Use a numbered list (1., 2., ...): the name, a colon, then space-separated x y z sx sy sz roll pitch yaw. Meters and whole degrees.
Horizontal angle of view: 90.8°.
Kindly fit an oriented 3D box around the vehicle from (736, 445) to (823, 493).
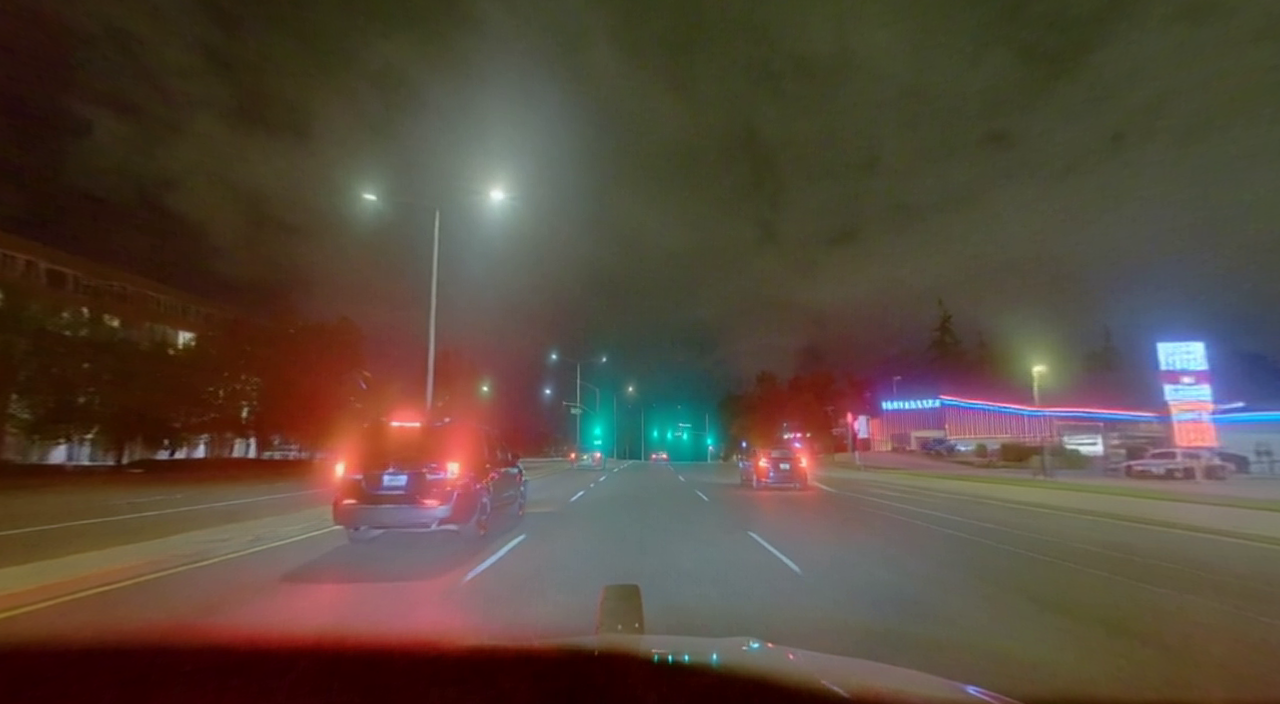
1. vehicle: 4.732 4.026 22.114 1.960 1.471 4.378 0 -9 -1

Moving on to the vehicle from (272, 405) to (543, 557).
1. vehicle: -3.305 2.014 10.607 2.450 1.866 5.416 0 -9 0

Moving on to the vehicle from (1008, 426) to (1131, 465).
1. vehicle: 27.793 6.167 41.424 2.943 2.298 7.374 0 -9 0

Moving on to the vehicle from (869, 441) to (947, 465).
1. vehicle: 19.709 7.435 46.425 4.972 1.547 2.226 2 -10 -21

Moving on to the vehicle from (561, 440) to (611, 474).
1. vehicle: -3.033 6.082 36.793 2.305 1.833 4.912 -1 -9 2
